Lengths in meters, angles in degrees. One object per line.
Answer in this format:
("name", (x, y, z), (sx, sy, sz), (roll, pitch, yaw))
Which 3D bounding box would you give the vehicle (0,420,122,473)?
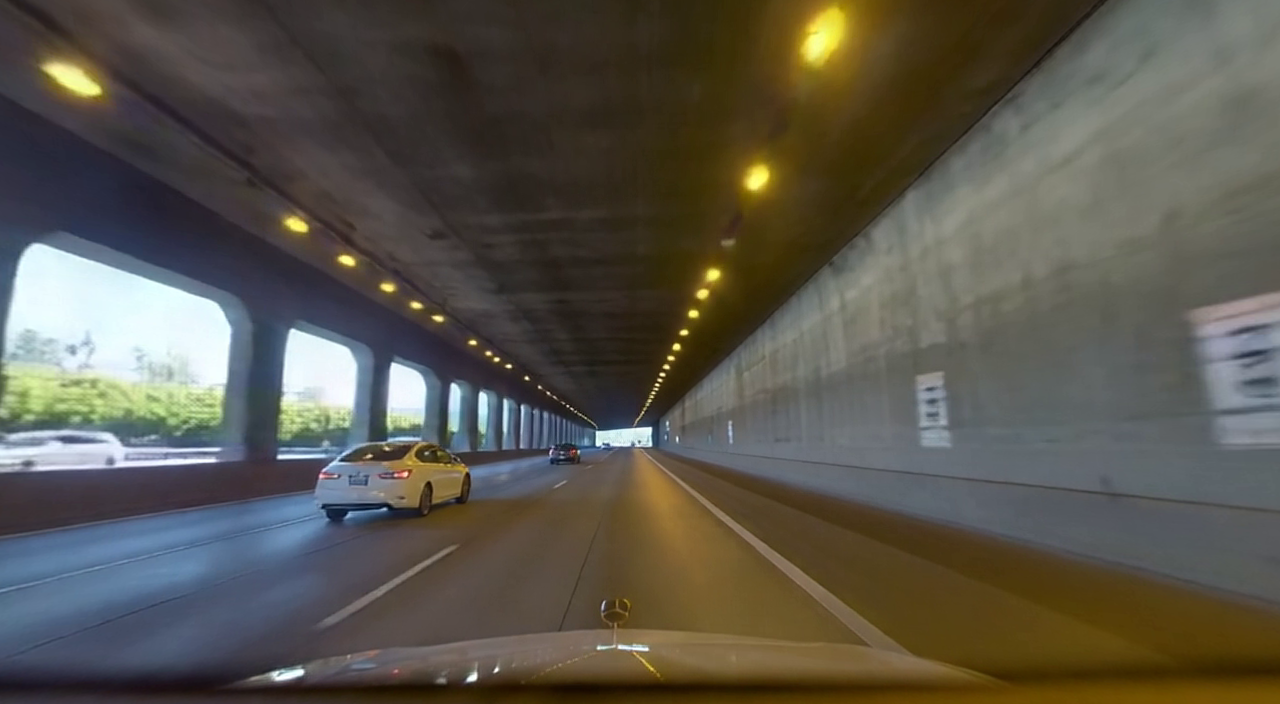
("vehicle", (-19.985, 3.121, 20.854), (1.874, 1.552, 4.455), (0, -8, -1))

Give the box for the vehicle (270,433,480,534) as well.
("vehicle", (-4.358, 2.199, 11.204), (1.885, 1.424, 4.230), (-1, -8, 0))

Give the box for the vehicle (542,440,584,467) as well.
("vehicle", (-4.477, 5.952, 37.155), (1.973, 1.474, 4.199), (0, -8, -1))
